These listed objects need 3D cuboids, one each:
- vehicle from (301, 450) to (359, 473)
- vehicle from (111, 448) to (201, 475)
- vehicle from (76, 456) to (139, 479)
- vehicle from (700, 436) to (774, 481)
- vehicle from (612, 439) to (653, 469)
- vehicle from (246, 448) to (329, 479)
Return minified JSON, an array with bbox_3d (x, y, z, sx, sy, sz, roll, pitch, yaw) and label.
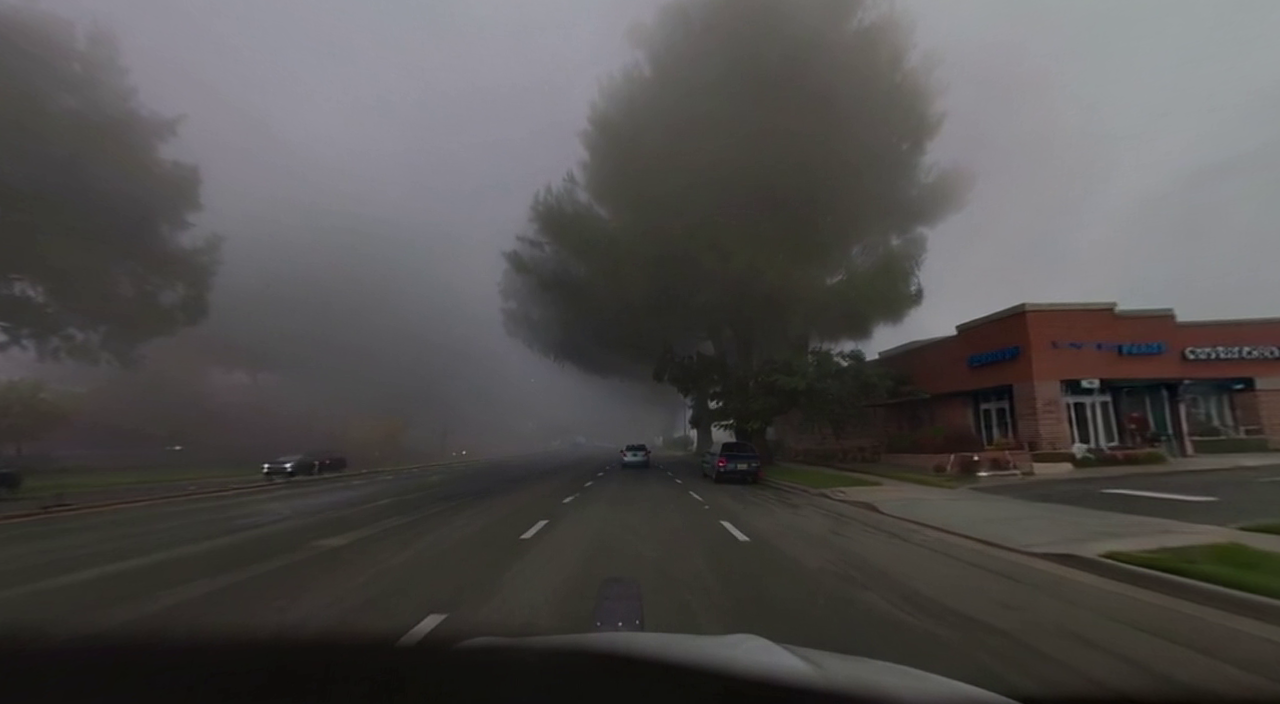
[{"bbox_3d":[-21.810,7.686,44.689,1.873,1.506,4.447,0,-9,0],"label":"vehicle"},{"bbox_3d":[-34.779,7.846,45.657,2.173,1.734,5.810,0,-9,-4],"label":"vehicle"},{"bbox_3d":[-37.951,8.192,45.130,1.724,1.495,3.818,2,-9,-12],"label":"vehicle"},{"bbox_3d":[3.708,4.186,25.067,2.060,1.611,4.675,0,-9,-2],"label":"vehicle"},{"bbox_3d":[-0.441,5.636,35.128,2.103,1.506,4.742,0,-9,-1],"label":"vehicle"},{"bbox_3d":[-18.249,5.786,33.002,1.827,1.471,4.428,0,-9,-1],"label":"vehicle"}]
